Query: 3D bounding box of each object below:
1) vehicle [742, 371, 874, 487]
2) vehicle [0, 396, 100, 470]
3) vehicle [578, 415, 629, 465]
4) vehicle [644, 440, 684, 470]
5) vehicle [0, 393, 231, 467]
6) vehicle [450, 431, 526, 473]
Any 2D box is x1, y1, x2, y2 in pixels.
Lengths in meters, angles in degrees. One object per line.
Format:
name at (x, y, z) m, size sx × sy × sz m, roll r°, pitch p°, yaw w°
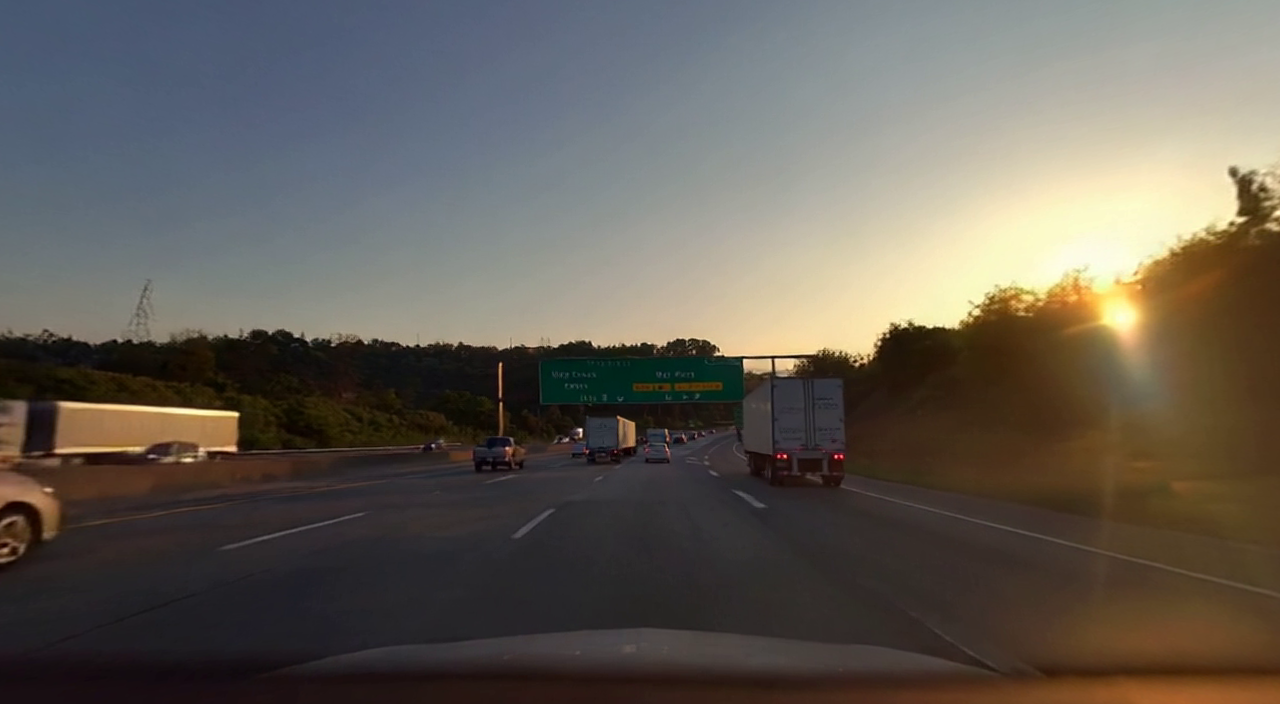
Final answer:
vehicle at (5.670, 2.879, 22.836) m, size 2.895 × 3.484 × 7.631 m, roll 0°, pitch -8°, yaw 2°
vehicle at (-35.057, 4.615, 35.400) m, size 3.071 × 3.852 × 6.737 m, roll 0°, pitch -8°, yaw 2°
vehicle at (-2.390, 6.195, 44.281) m, size 2.745 × 3.156 × 7.608 m, roll 0°, pitch -8°, yaw 3°
vehicle at (1.258, 5.622, 34.656) m, size 2.105 × 1.502 × 4.068 m, roll 0°, pitch -8°, yaw 0°
vehicle at (-34.837, 5.565, 43.400) m, size 2.919 × 4.193 × 15.356 m, roll 0°, pitch -9°, yaw 1°
vehicle at (-7.203, 4.823, 30.552) m, size 2.272 × 1.850 × 5.156 m, roll 0°, pitch -8°, yaw 1°
